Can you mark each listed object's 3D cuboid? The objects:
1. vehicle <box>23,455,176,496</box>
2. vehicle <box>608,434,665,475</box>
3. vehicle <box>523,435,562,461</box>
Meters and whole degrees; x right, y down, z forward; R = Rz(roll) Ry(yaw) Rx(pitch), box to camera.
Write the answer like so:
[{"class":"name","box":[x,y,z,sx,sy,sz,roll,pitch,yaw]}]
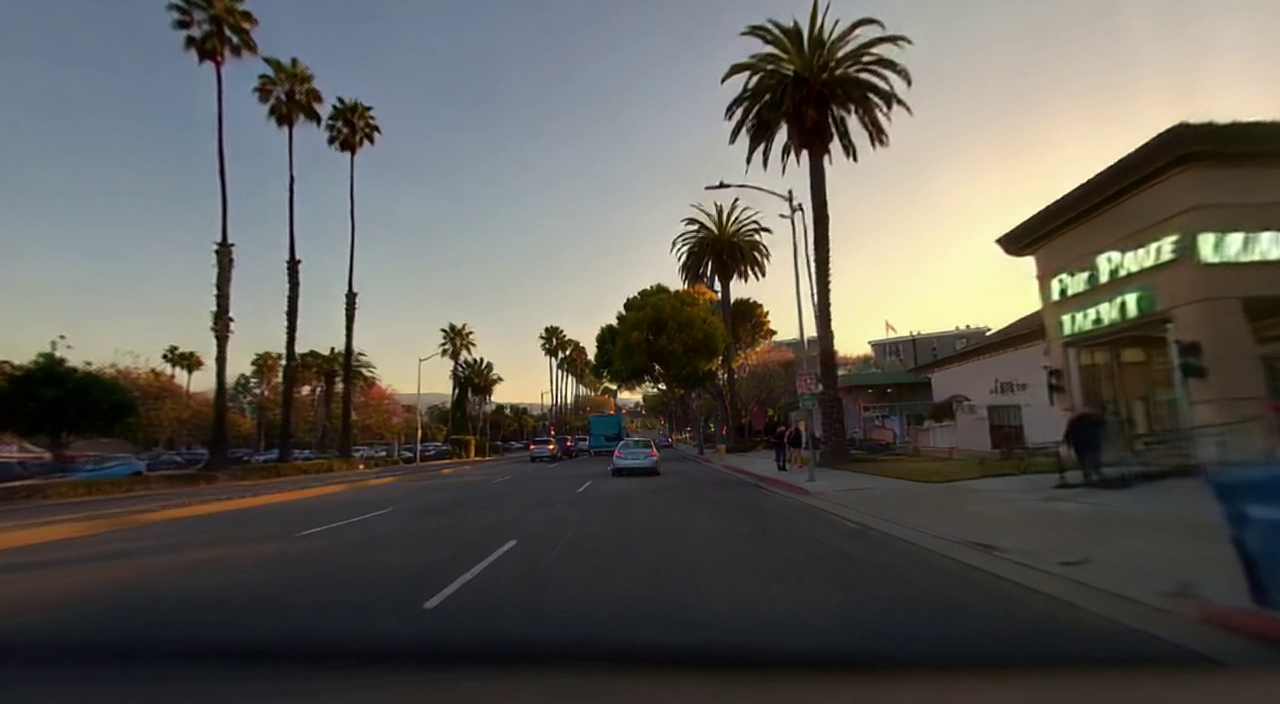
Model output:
[{"class":"vehicle","box":[-21.939,4.998,25.760,4.320,1.496,2.046,5,-10,-29]},{"class":"vehicle","box":[-0.110,4.178,25.722,2.144,1.514,4.063,0,-9,1]},{"class":"vehicle","box":[-7.113,7.066,46.248,2.014,1.830,4.281,0,-9,2]}]
